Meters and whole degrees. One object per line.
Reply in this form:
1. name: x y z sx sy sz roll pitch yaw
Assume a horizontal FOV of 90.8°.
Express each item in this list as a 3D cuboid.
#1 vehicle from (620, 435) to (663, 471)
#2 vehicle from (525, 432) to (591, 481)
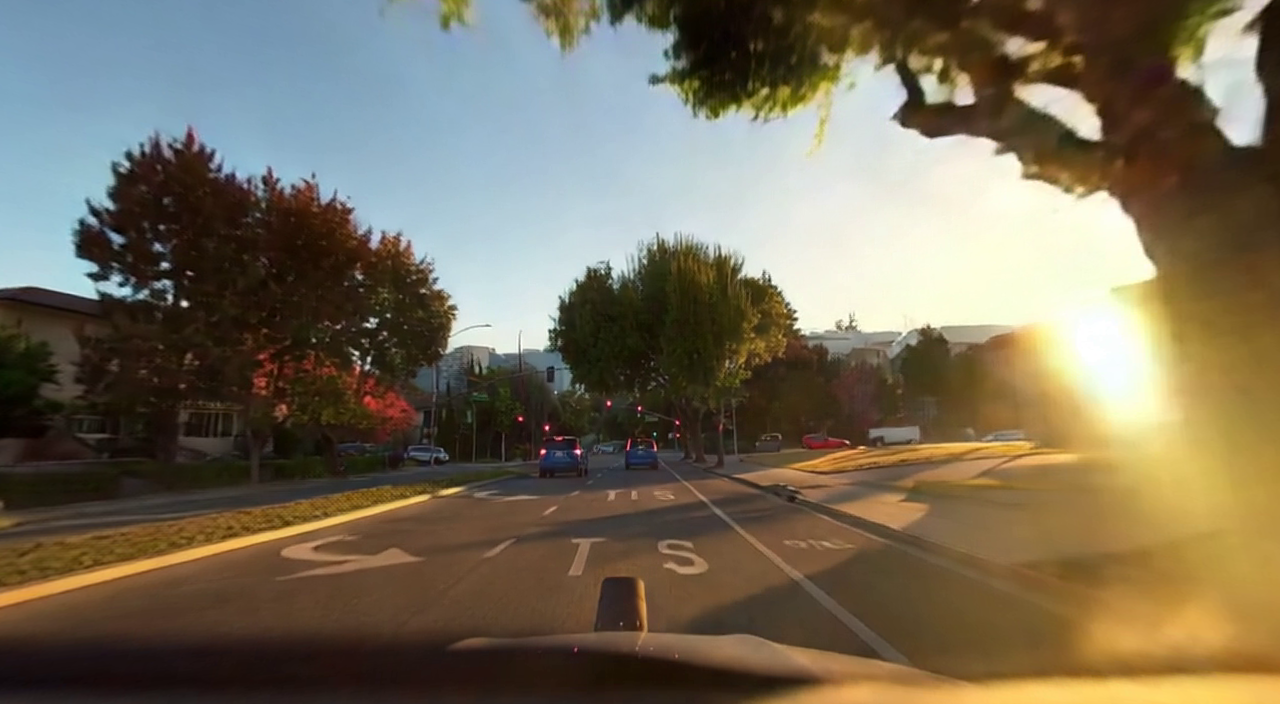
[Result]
1. vehicle: 0.031 5.232 32.945 2.088 1.735 4.801 0 -8 -1
2. vehicle: -3.154 4.128 25.216 2.097 1.755 4.336 0 -8 0
